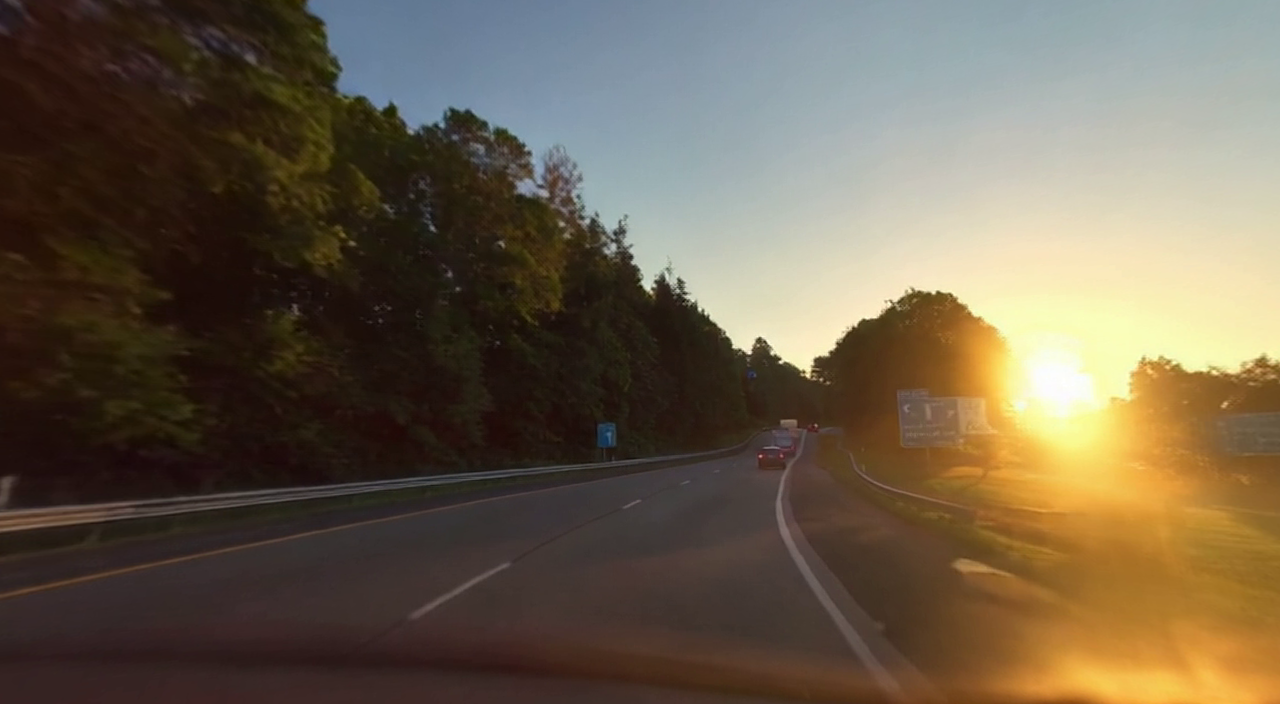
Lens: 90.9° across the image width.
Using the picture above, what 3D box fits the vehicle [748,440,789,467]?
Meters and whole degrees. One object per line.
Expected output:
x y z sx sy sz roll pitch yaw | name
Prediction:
8.587 6.713 41.825 2.221 1.674 4.325 -3 -9 16 | vehicle
